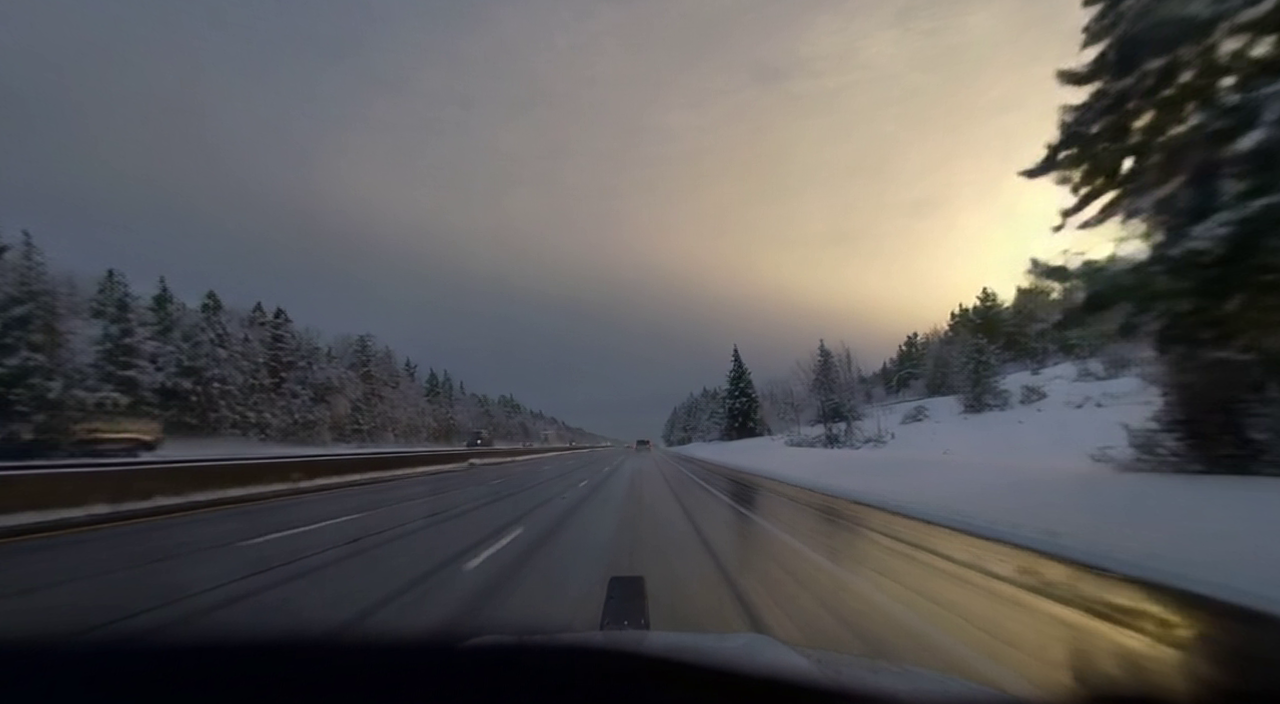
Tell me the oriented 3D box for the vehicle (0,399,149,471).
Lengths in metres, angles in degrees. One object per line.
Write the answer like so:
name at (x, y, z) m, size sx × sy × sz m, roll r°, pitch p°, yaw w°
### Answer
vehicle at (-23.806, 3.455, 25.957) m, size 2.245 × 2.605 × 5.833 m, roll 0°, pitch -8°, yaw 1°
